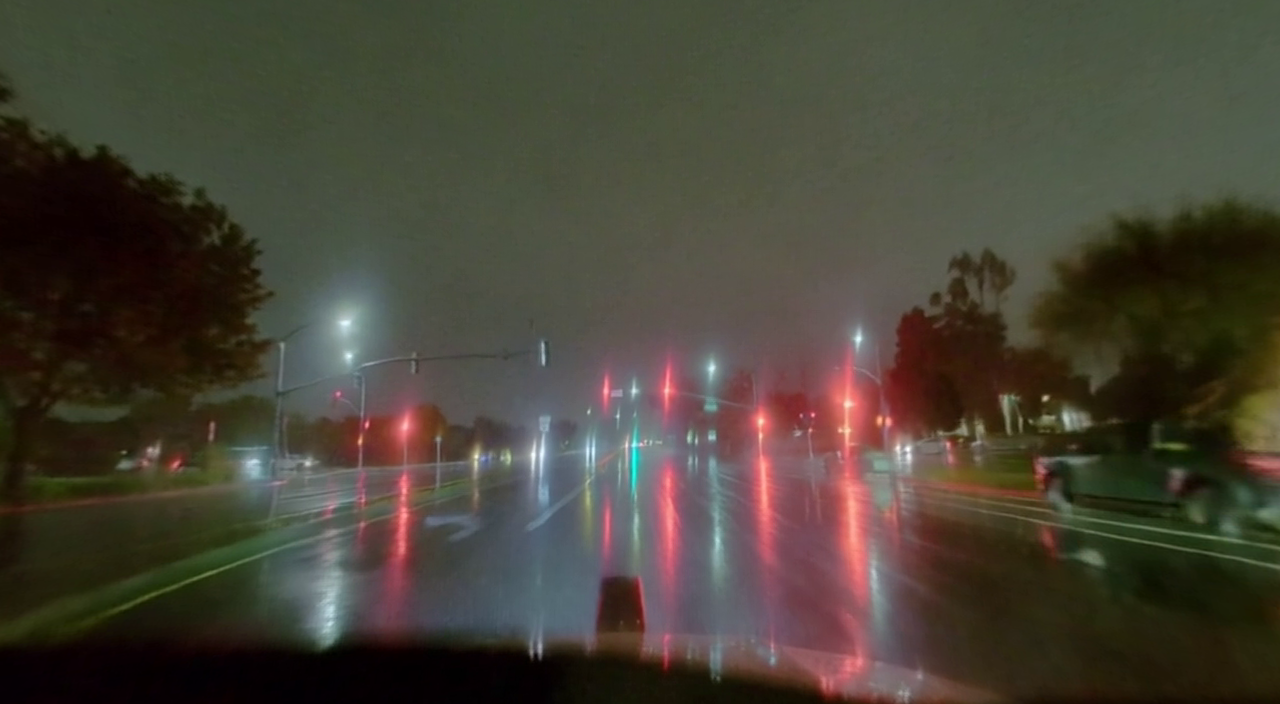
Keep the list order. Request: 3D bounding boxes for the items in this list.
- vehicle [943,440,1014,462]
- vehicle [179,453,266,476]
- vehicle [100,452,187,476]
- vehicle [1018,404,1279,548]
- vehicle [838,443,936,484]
[{"bbox_3d":[23.912,6.992,44.765,3.985,1.474,1.764,0,-8,0],"label":"vehicle"},{"bbox_3d":[-29.462,7.941,44.680,4.692,1.476,1.946,0,-8,-2],"label":"vehicle"},{"bbox_3d":[-35.519,8.010,45.237,4.563,1.451,2.046,-2,-8,1],"label":"vehicle"},{"bbox_3d":[9.814,2.115,11.576,2.245,1.983,5.433,0,-8,-2],"label":"vehicle"},{"bbox_3d":[9.812,4.448,25.563,1.918,1.483,4.813,0,-8,-1],"label":"vehicle"}]
